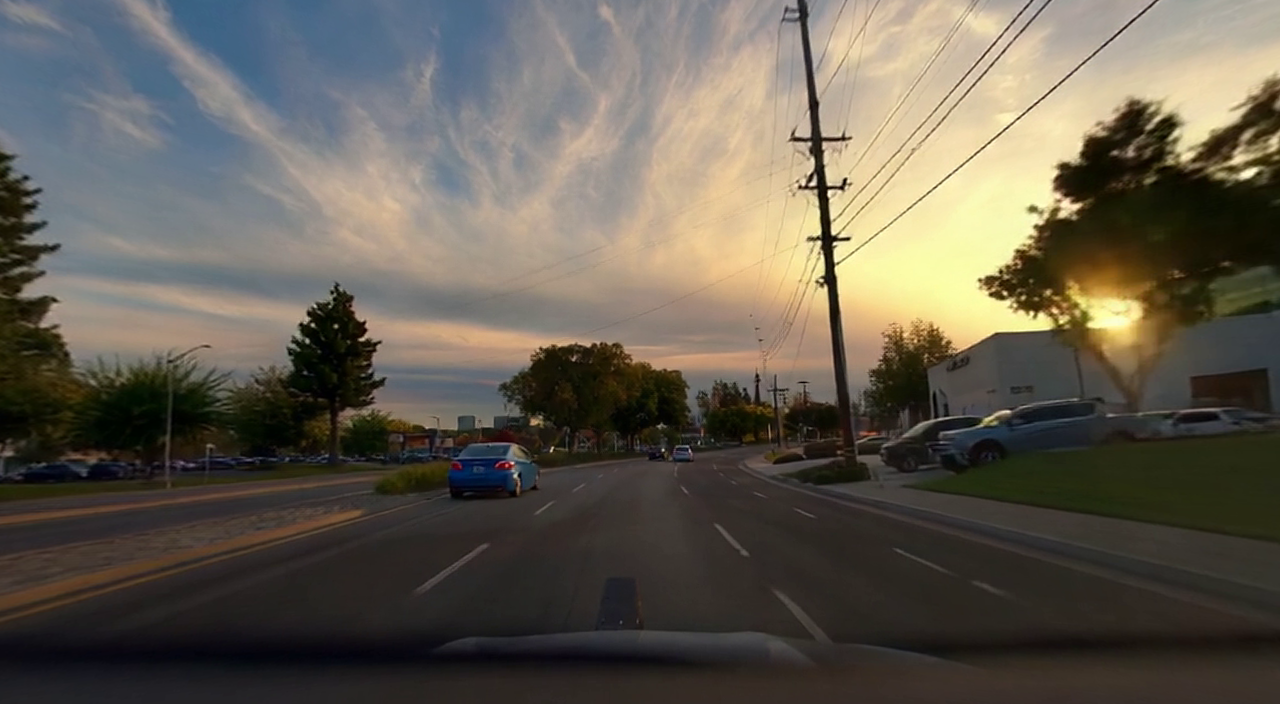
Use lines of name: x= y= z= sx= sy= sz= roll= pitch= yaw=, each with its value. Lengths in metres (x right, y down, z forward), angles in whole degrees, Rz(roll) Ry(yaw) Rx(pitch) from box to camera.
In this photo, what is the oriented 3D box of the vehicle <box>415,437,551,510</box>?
vehicle: x=-3.587 y=2.860 z=15.418 sx=1.928 sy=1.488 sz=4.635 roll=-1 pitch=-8 yaw=3
